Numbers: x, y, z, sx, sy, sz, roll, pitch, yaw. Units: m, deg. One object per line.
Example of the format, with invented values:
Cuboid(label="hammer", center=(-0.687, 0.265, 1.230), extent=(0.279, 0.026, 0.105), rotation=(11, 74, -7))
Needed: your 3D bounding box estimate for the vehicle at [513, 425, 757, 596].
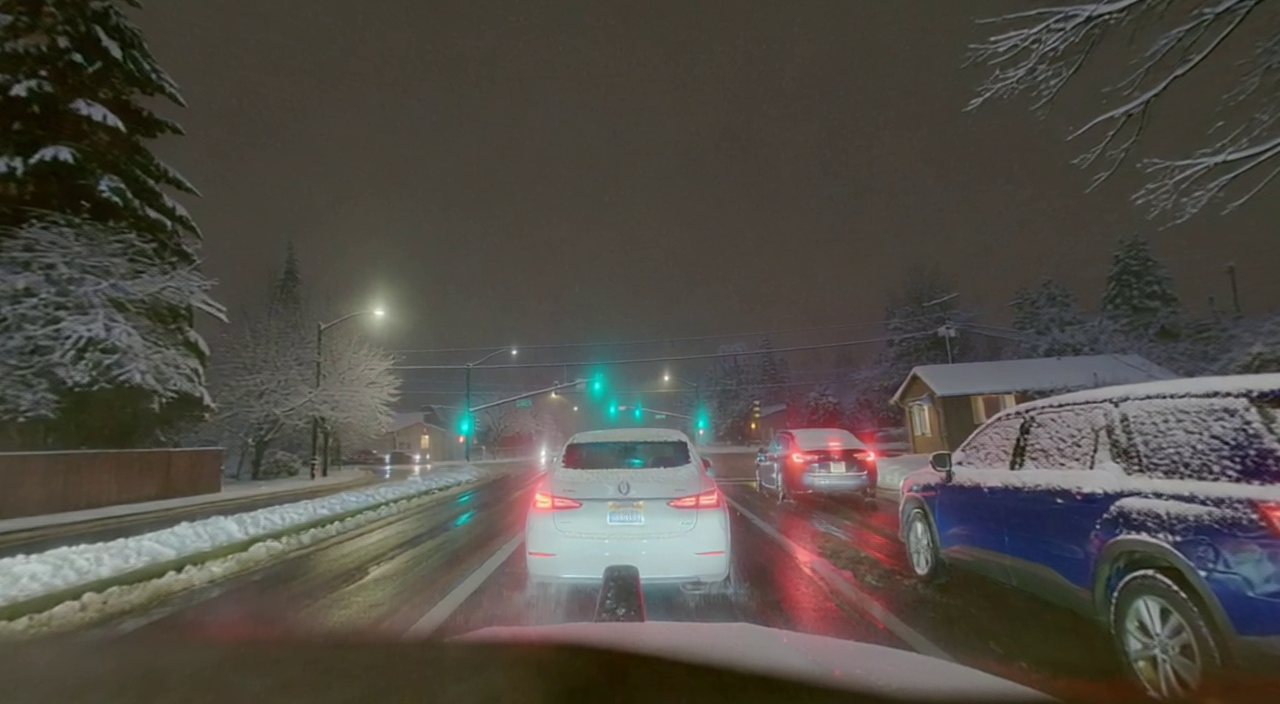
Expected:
Cuboid(label="vehicle", center=(-0.085, 1.732, 7.810), extent=(2.186, 1.500, 4.141), rotation=(0, -8, -1))

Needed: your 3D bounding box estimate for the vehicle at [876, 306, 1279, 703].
Cuboid(label="vehicle", center=(3.368, 0.966, 4.011), extent=(2.006, 1.766, 4.345), rotation=(0, -8, -1))

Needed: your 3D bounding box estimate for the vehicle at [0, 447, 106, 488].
Cuboid(label="vehicle", center=(-22.523, 4.235, 23.310), extent=(4.092, 1.438, 1.639), rotation=(-1, -8, 1))

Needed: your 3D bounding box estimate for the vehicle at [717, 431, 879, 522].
Cuboid(label="vehicle", center=(2.958, 2.437, 13.003), extent=(1.971, 1.517, 4.521), rotation=(0, -8, -3))

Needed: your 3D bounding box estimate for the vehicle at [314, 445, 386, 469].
Cuboid(label="vehicle", center=(-19.893, 7.201, 43.431), extent=(3.957, 1.630, 1.881), rotation=(0, -8, 0))
